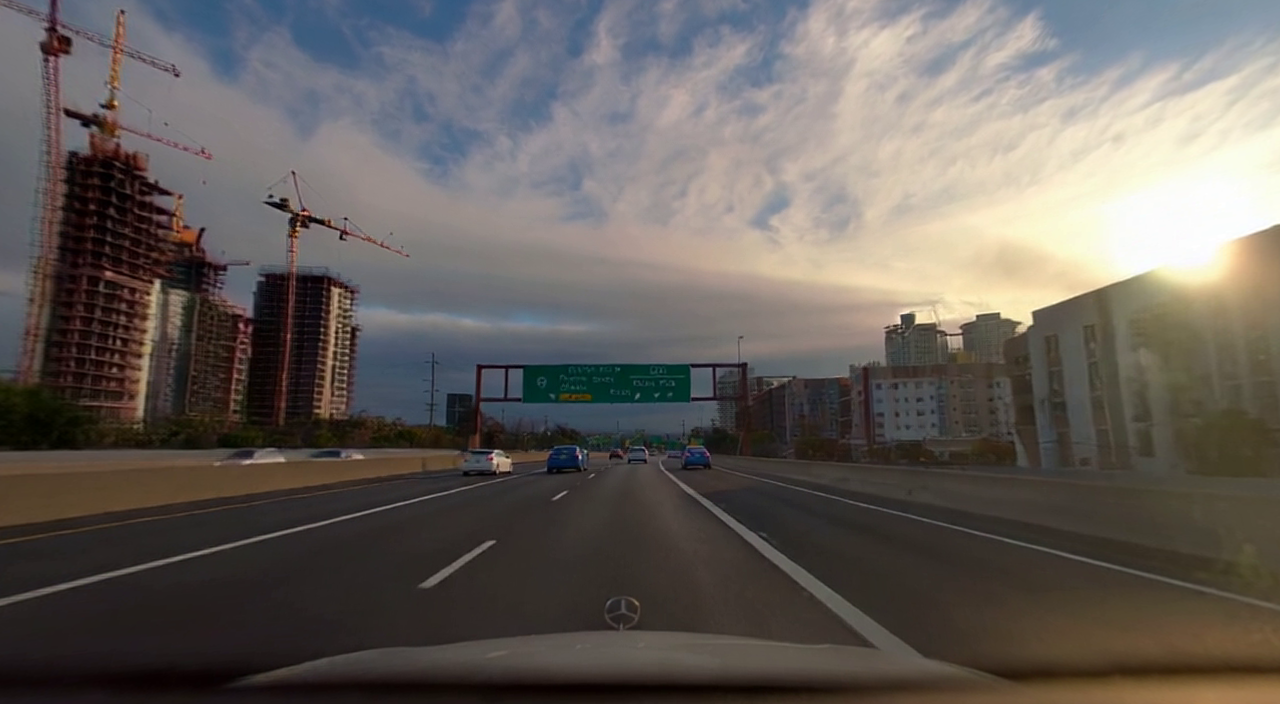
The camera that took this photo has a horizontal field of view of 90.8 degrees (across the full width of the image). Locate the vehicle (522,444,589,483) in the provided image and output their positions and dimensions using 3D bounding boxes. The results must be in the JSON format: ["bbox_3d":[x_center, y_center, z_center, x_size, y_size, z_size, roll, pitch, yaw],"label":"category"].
[{"bbox_3d":[-3.492,4.685,26.918,2.136,1.512,4.488,0,-8,1],"label":"vehicle"}]

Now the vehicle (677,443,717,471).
[{"bbox_3d":[3.346,6.232,37.730,1.978,1.602,4.092,0,-8,0],"label":"vehicle"}]

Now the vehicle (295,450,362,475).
[{"bbox_3d":[-19.883,7.024,40.523,1.844,1.454,4.593,-1,-8,2],"label":"vehicle"}]

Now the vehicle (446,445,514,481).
[{"bbox_3d":[-7.267,5.050,29.061,1.951,1.528,4.209,0,-8,1],"label":"vehicle"}]

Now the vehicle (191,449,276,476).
[{"bbox_3d":[-24.310,6.604,38.030,1.959,1.516,4.704,0,-9,1],"label":"vehicle"}]
